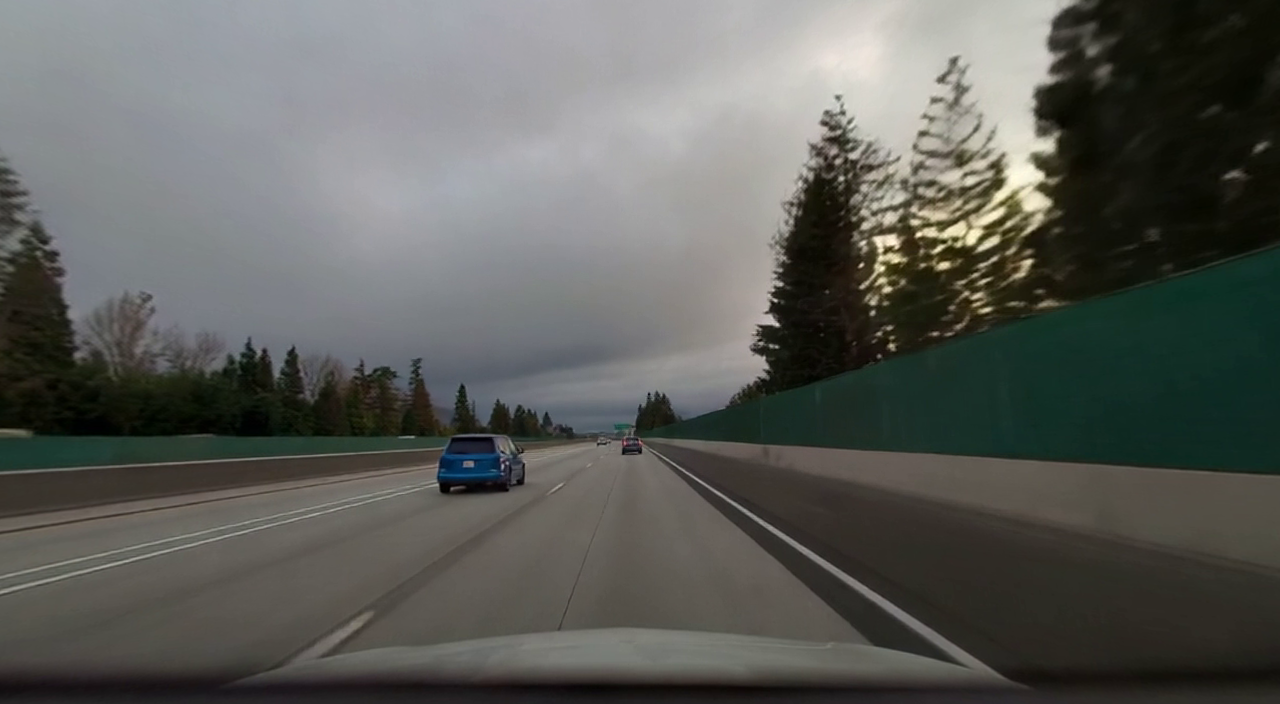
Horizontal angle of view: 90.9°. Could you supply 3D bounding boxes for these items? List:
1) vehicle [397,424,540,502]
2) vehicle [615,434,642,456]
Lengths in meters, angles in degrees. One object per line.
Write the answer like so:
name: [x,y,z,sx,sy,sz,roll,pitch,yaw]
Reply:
vehicle: [-3.784,2.518,14.916,2.072,1.545,4.767,0,-8,0]
vehicle: [-0.827,6.484,44.111,1.836,1.450,3.519,0,-8,-1]
